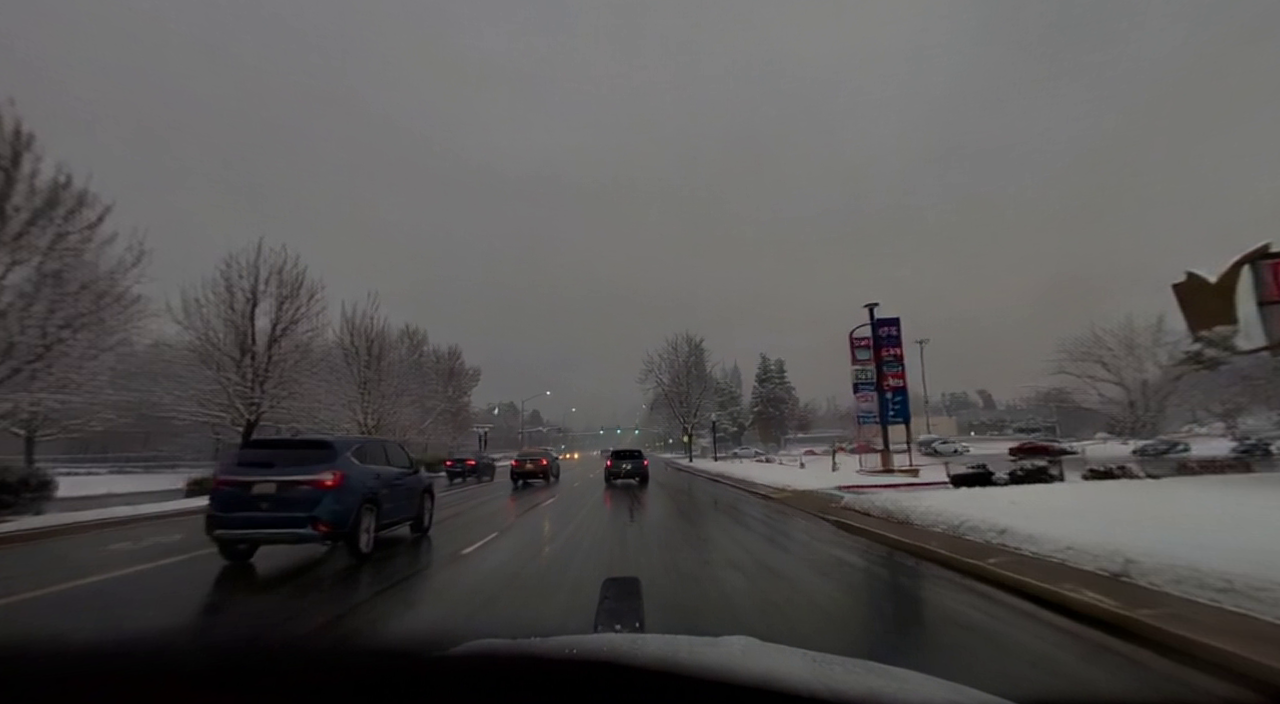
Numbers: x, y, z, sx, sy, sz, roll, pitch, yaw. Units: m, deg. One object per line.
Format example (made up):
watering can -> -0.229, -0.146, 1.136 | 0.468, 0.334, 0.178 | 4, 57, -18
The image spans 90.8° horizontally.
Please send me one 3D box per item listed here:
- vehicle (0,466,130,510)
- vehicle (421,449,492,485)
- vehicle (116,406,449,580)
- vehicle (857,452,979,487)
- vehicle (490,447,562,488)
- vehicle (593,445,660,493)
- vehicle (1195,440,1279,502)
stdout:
vehicle -> -23.884, 5.513, 25.944 | 1.960, 1.478, 4.732 | 0, -9, -1
vehicle -> -8.170, 5.156, 28.564 | 2.009, 1.470, 4.179 | 0, -9, -1
vehicle -> -4.432, 1.820, 8.908 | 2.096, 1.807, 4.413 | 0, -9, 0
vehicle -> 13.420, 5.683, 30.790 | 4.877, 1.603, 2.197 | 0, -9, 3
vehicle -> -4.483, 4.599, 25.588 | 1.973, 1.456, 4.850 | 0, -9, 0
vehicle -> -0.458, 3.932, 21.535 | 2.061, 1.469, 3.954 | 0, -9, -2
vehicle -> 17.242, 3.262, 17.614 | 4.619, 1.523, 1.873 | 8, -11, -40
